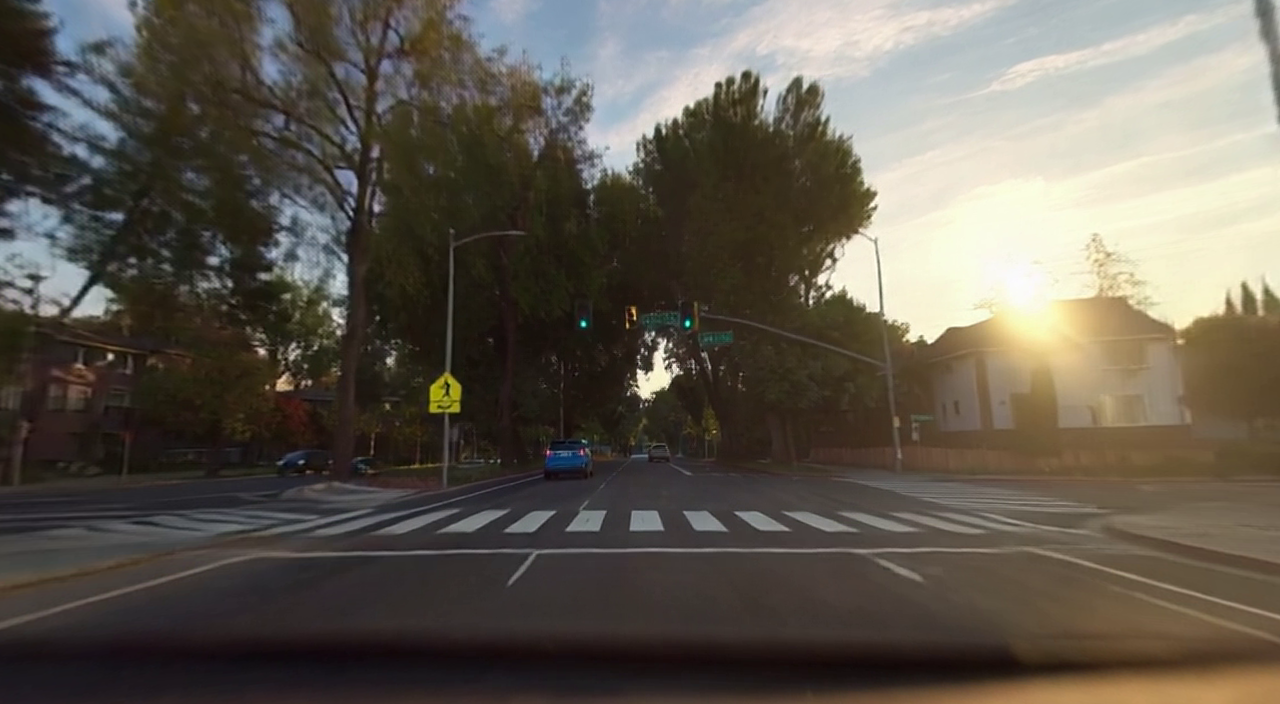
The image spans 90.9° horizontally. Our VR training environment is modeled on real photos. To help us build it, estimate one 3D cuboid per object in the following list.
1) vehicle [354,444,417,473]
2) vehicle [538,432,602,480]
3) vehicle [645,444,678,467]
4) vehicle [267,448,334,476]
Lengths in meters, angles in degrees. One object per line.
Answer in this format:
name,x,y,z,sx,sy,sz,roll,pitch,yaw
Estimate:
vehicle,-15.428,6.451,38.427,1.990,1.650,4.283,-1,-8,1
vehicle,-2.872,4.385,26.899,2.150,1.812,4.423,-1,-8,1
vehicle,1.455,7.219,44.250,2.075,1.480,3.920,0,-8,-1
vehicle,-22.648,7.312,42.240,1.967,1.675,4.436,-1,-8,1
